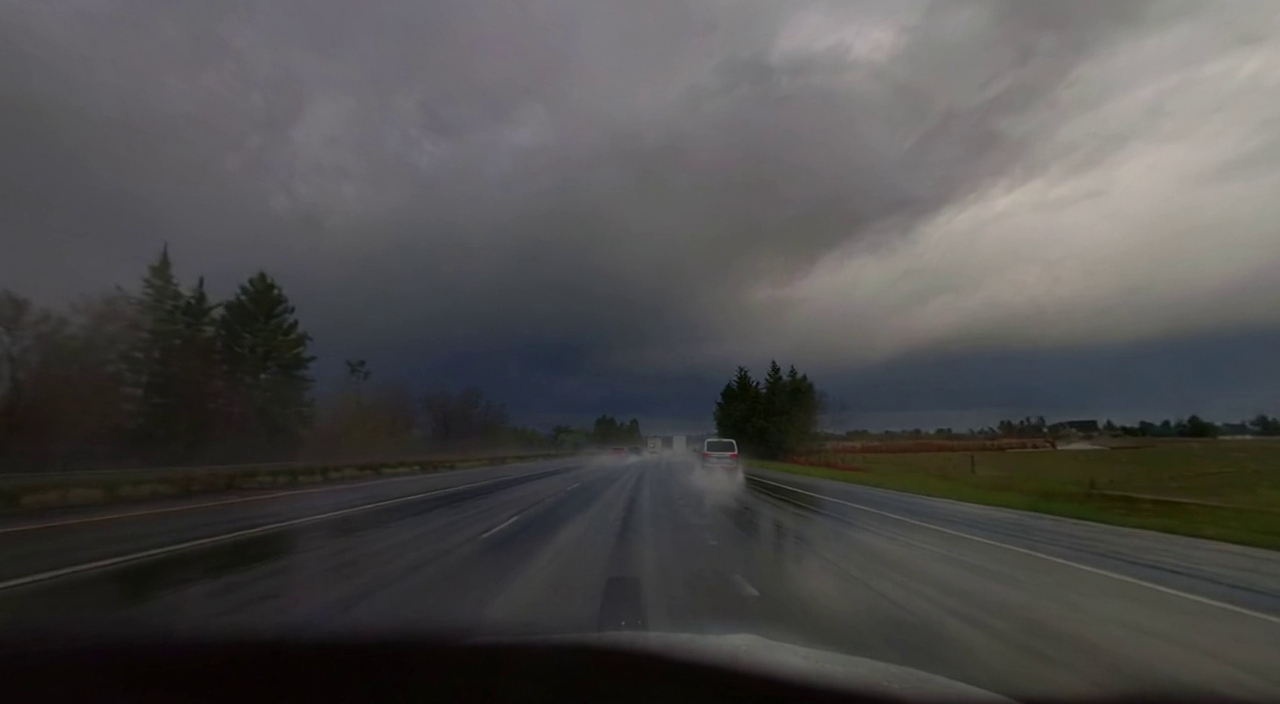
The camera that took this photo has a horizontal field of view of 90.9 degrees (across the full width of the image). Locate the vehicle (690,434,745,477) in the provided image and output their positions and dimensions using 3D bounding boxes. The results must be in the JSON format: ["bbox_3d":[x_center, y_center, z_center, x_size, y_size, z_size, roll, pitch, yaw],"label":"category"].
[{"bbox_3d":[3.869,5.317,32.422,2.219,2.033,4.911,0,-9,1],"label":"vehicle"}]
